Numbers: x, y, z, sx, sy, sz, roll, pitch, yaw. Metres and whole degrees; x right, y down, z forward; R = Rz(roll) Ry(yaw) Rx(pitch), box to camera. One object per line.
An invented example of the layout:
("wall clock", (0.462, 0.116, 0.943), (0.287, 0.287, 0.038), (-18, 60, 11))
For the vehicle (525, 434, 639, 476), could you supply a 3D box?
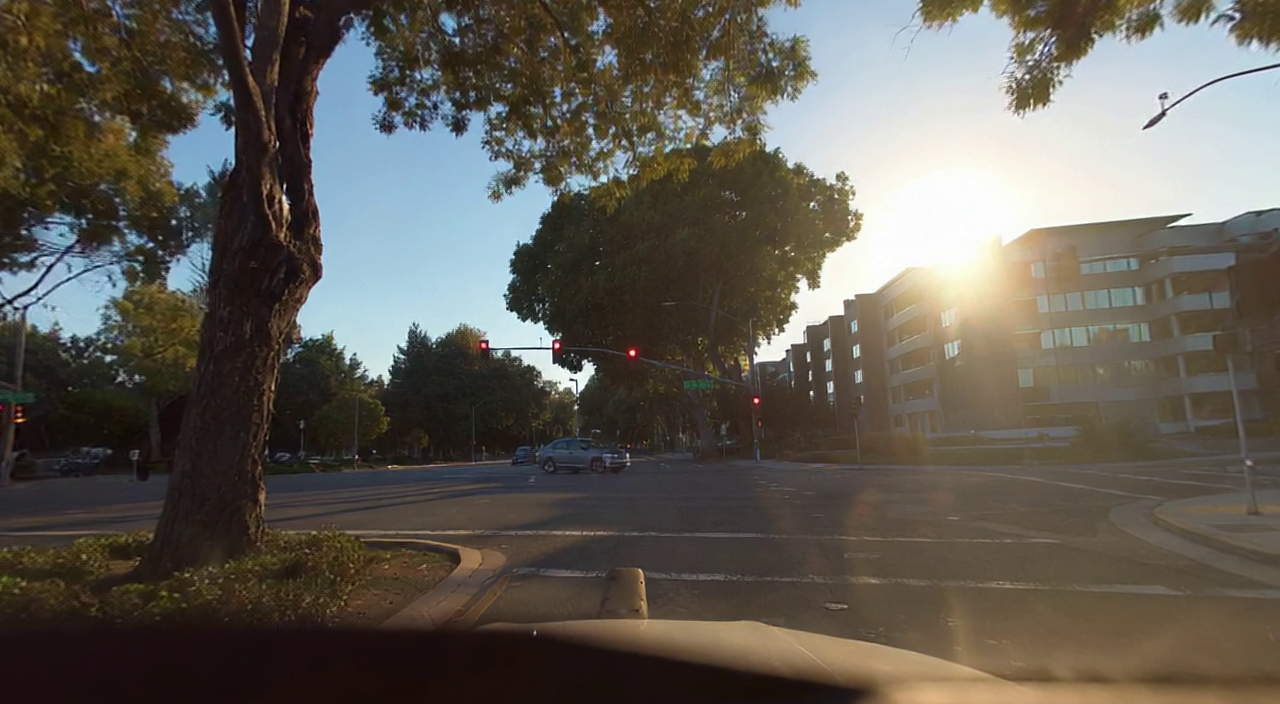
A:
("vehicle", (-2.857, 4.938, 30.468), (5.357, 1.814, 2.141), (-6, -10, 36))
